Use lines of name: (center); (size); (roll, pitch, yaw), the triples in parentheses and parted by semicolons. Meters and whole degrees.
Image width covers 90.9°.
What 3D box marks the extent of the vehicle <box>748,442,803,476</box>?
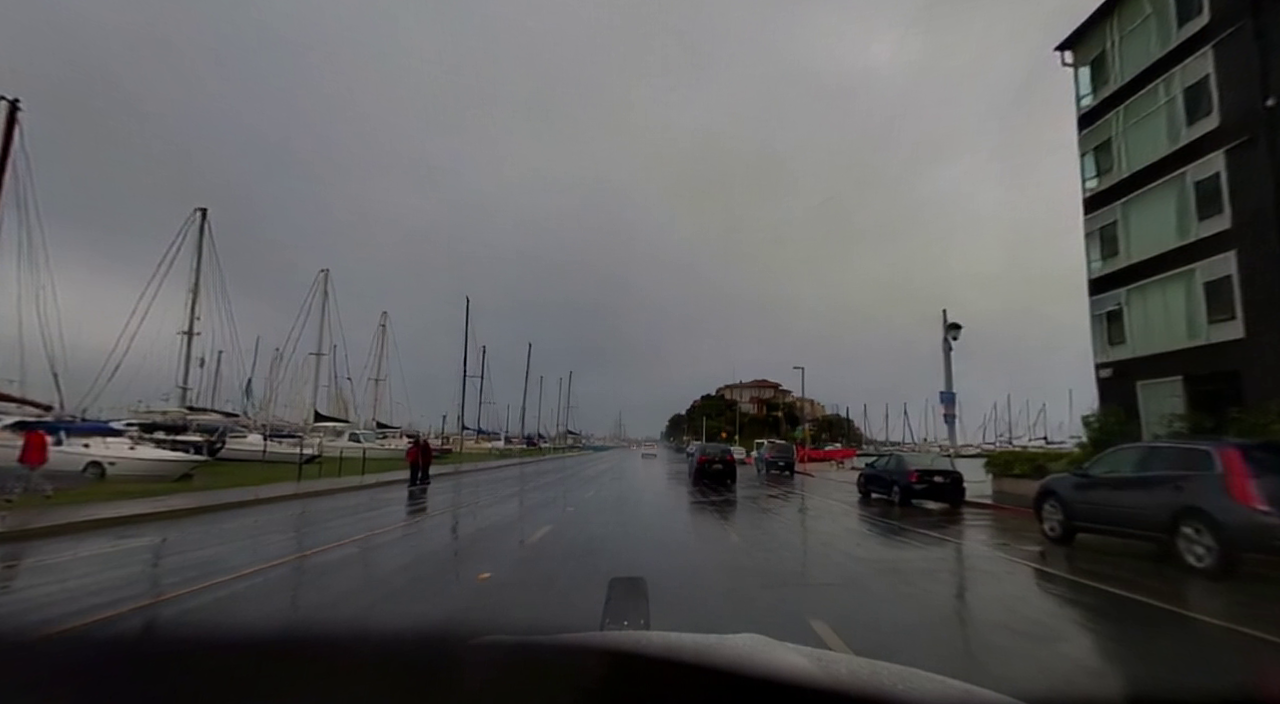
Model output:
vehicle: (7.501, 5.946, 35.394); (2.029, 1.750, 4.825); (0, -9, 0)

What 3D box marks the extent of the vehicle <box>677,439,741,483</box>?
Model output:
vehicle: (2.713, 4.405, 25.787); (2.047, 1.640, 4.051); (0, -9, -1)

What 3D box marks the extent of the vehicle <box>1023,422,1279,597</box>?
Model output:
vehicle: (7.370, 1.861, 8.239); (1.901, 1.726, 4.517); (-1, -9, 1)

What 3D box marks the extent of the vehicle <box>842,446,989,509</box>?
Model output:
vehicle: (7.502, 3.432, 17.739); (2.112, 1.514, 4.371); (0, -9, -1)

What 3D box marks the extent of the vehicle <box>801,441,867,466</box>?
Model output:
vehicle: (14.845, 7.762, 48.413); (4.406, 1.783, 2.020); (2, -8, -4)
